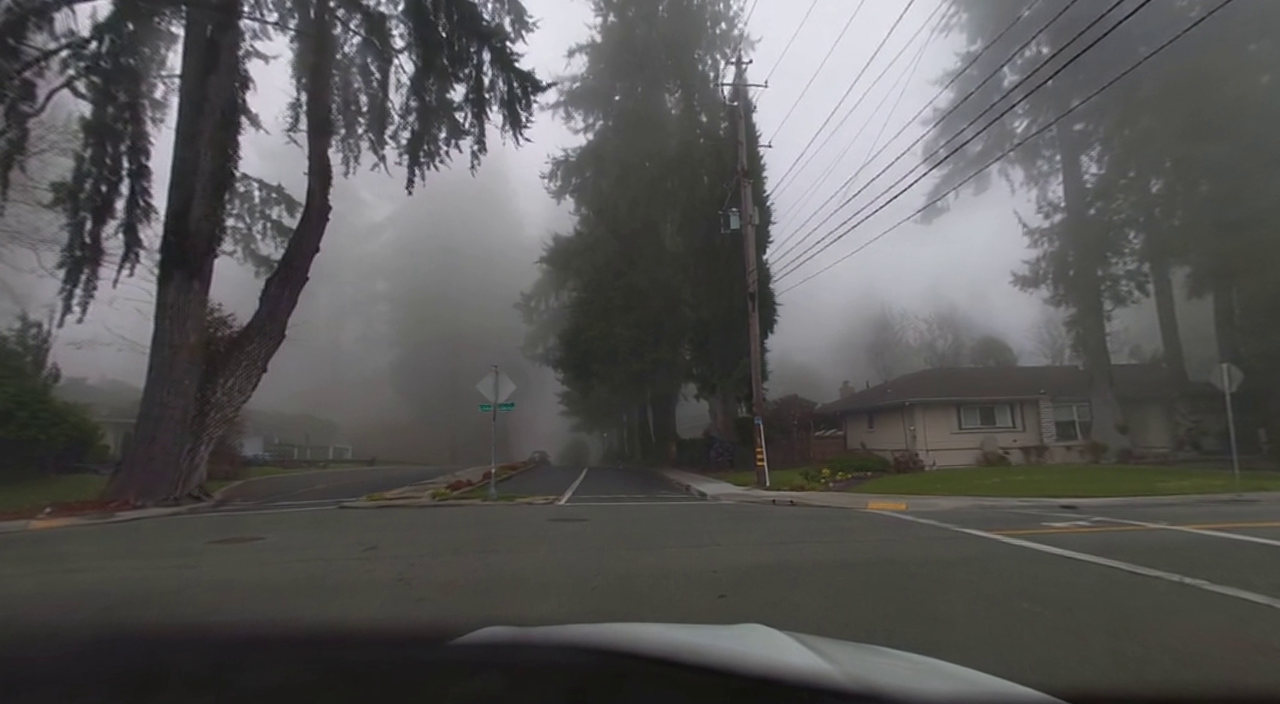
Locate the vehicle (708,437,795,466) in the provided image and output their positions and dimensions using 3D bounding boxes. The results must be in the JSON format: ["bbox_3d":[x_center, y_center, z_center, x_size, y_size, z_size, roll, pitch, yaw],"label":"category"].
[{"bbox_3d":[6.683,6.005,38.286,4.784,1.647,1.947,1,-8,-6],"label":"vehicle"}]
